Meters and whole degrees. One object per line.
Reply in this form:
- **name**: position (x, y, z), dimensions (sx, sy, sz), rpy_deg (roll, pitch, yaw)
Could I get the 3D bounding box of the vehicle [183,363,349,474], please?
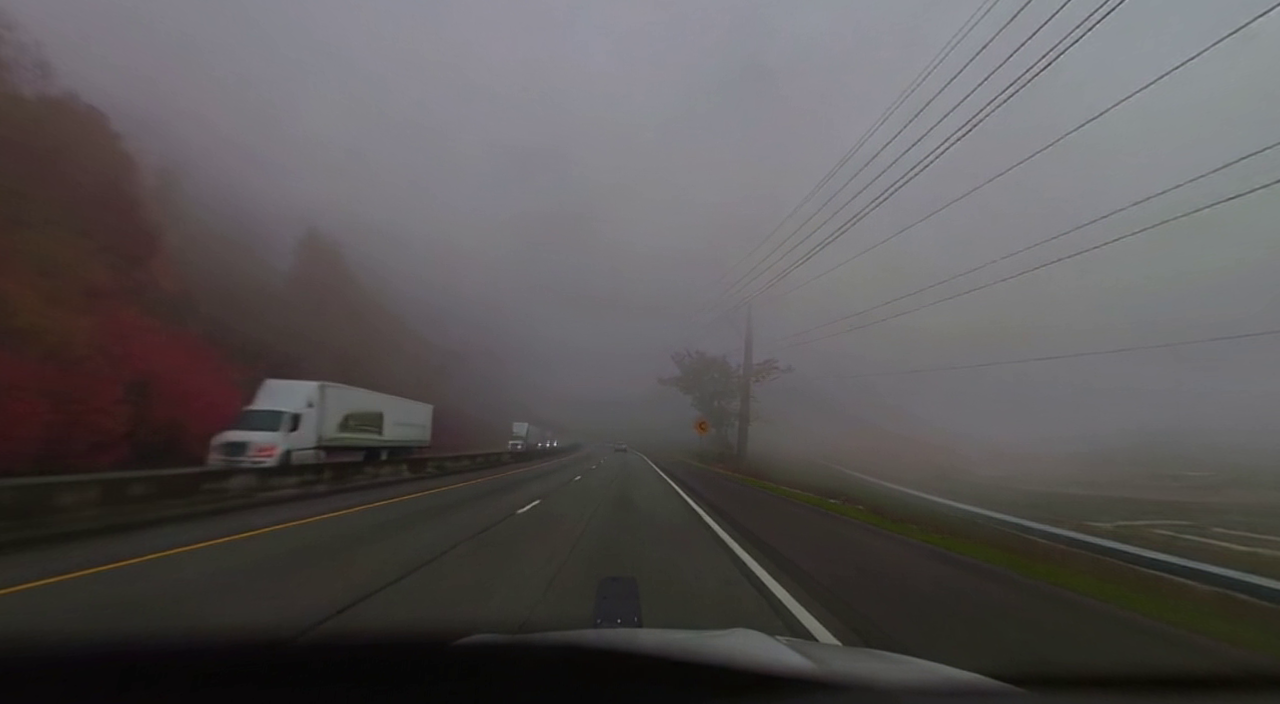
- **vehicle**: position (-15.385, 2.932, 26.499), dimensions (3.088, 4.148, 6.103), rpy_deg (0, -9, -1)
